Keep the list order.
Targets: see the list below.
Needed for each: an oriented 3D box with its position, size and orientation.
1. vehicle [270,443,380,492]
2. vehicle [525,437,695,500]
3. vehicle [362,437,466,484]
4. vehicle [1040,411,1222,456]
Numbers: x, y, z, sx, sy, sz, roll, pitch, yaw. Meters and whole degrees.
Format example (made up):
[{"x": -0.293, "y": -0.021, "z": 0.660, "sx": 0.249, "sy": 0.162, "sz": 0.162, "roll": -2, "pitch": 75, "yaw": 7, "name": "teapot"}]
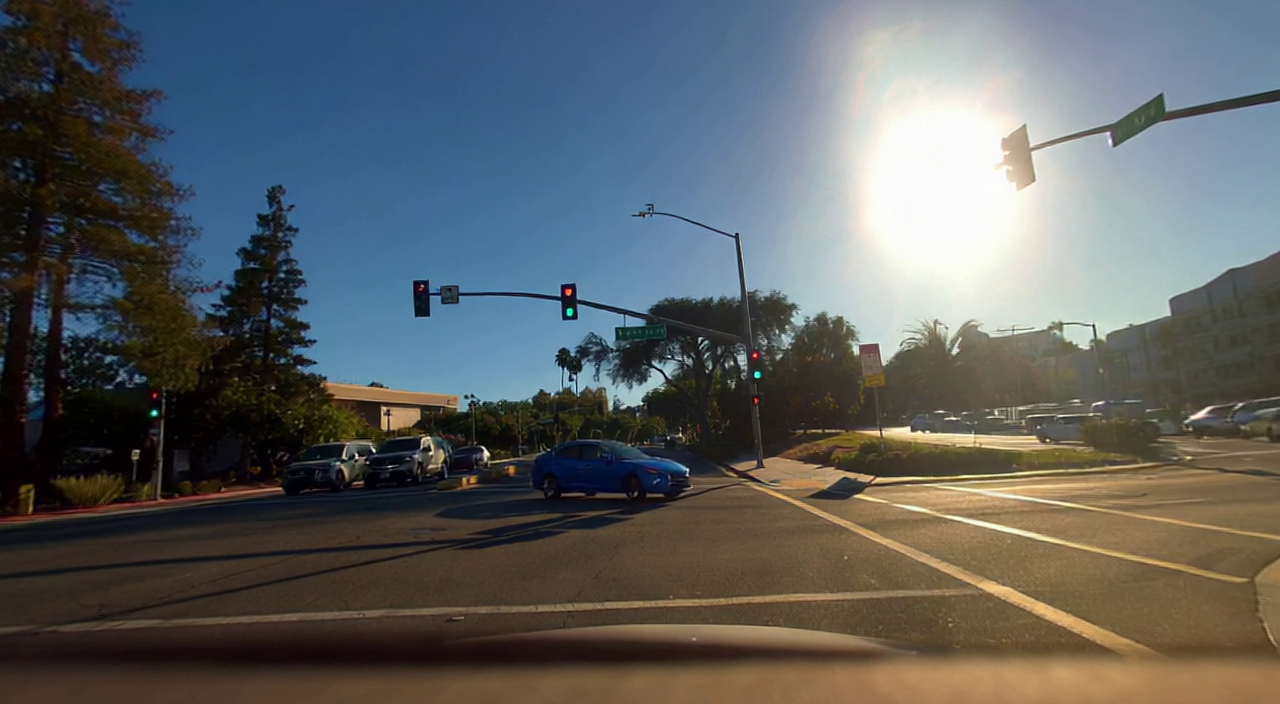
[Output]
[{"x": -13.764, "y": 5.063, "z": 28.060, "sx": 2.306, "sy": 1.957, "sz": 4.968, "roll": 0, "pitch": -9, "yaw": -1, "name": "vehicle"}, {"x": -0.940, "y": 3.131, "z": 17.403, "sx": 4.592, "sy": 1.470, "sz": 2.071, "roll": -9, "pitch": -12, "yaw": 44, "name": "vehicle"}, {"x": -10.142, "y": 4.917, "z": 28.983, "sx": 2.664, "sy": 1.940, "sz": 5.702, "roll": 0, "pitch": -9, "yaw": 0, "name": "vehicle"}, {"x": 16.956, "y": 2.903, "z": 22.103, "sx": 4.560, "sy": 1.453, "sz": 1.851, "roll": -3, "pitch": -9, "yaw": 18, "name": "vehicle"}]
